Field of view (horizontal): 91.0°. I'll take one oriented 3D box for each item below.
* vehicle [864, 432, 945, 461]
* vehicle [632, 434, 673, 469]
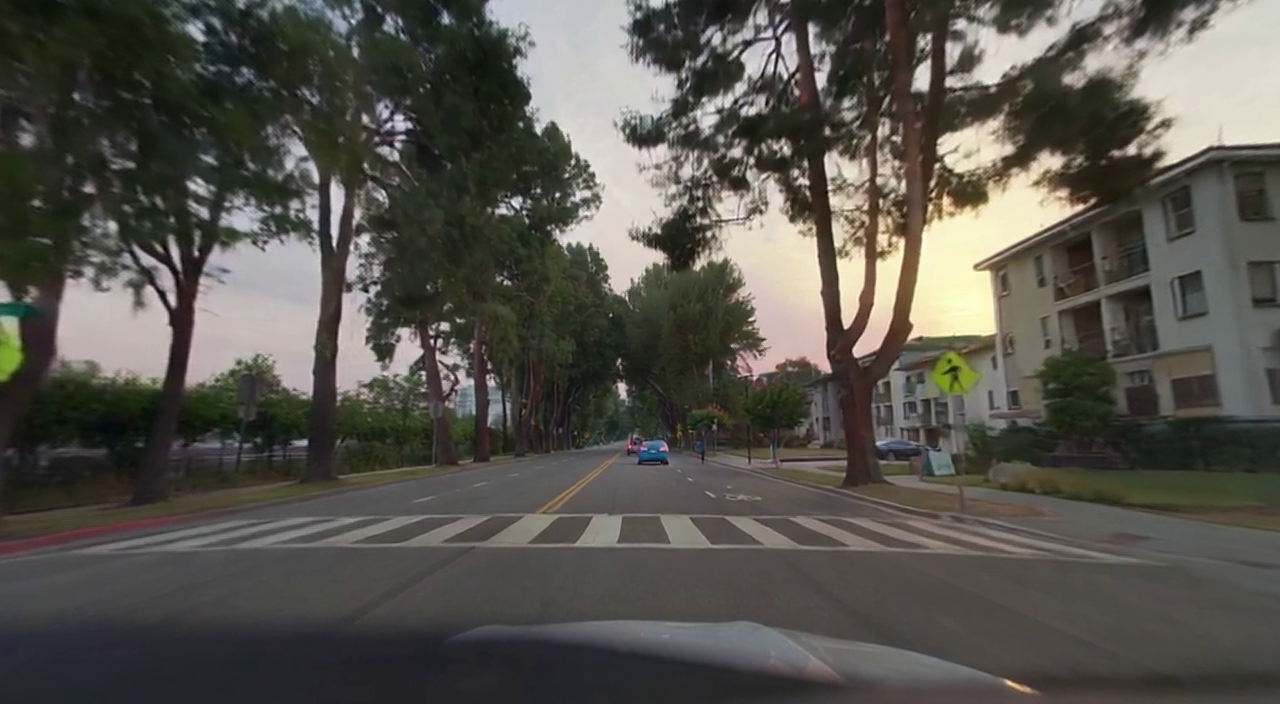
[{"bbox_3d":[17.167,6.181,41.044,4.237,1.819,2.245,0,-9,0],"label":"vehicle"},{"bbox_3d":[0.594,5.169,32.912,1.981,1.703,3.691,0,-9,-1],"label":"vehicle"}]
